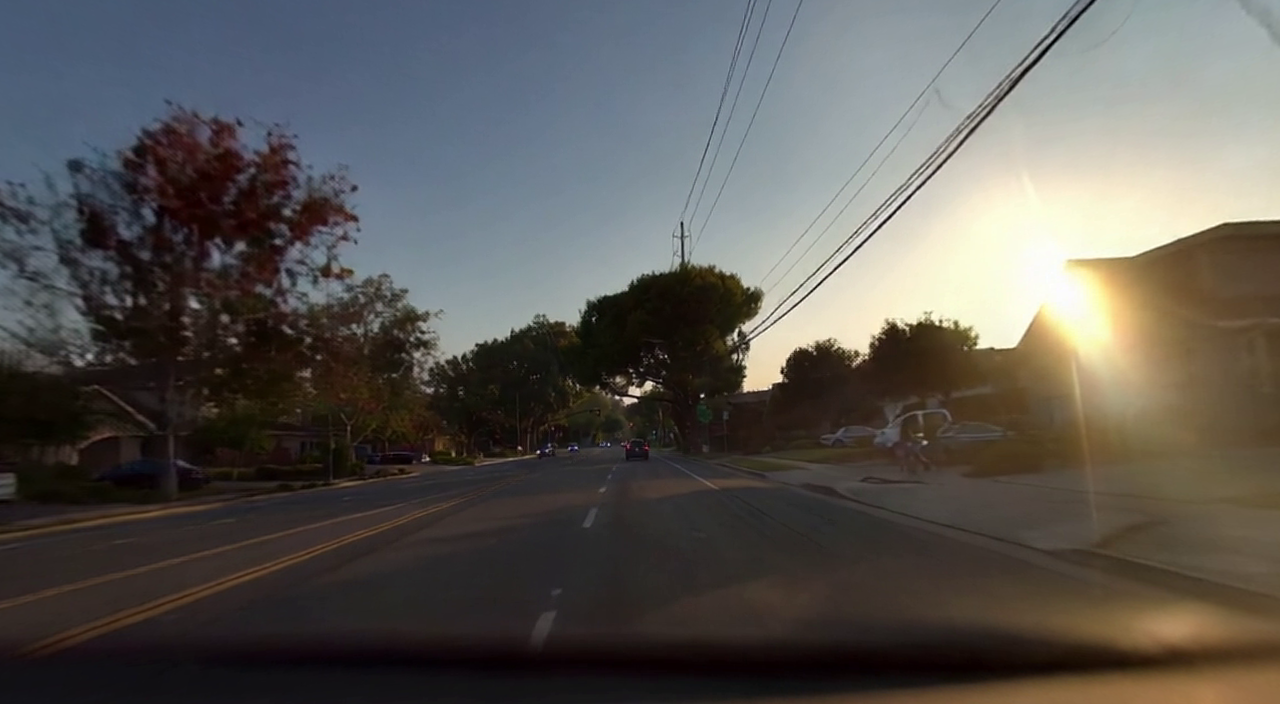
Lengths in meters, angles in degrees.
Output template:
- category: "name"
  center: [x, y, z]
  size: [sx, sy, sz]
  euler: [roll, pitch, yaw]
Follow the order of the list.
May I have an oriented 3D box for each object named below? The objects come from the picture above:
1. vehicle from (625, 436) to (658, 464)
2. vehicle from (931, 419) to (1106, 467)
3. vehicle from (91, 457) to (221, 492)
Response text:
- category: "vehicle"
  center: [0.046, 6.841, 44.154]
  size: [2.215, 1.799, 4.426]
  euler: [0, -8, -2]
- category: "vehicle"
  center: [12.096, 2.939, 20.413]
  size: [4.415, 1.467, 1.865]
  euler: [0, -8, 0]
- category: "vehicle"
  center: [-22.197, 5.623, 29.111]
  size: [4.363, 1.503, 1.859]
  euler: [0, -8, -3]
